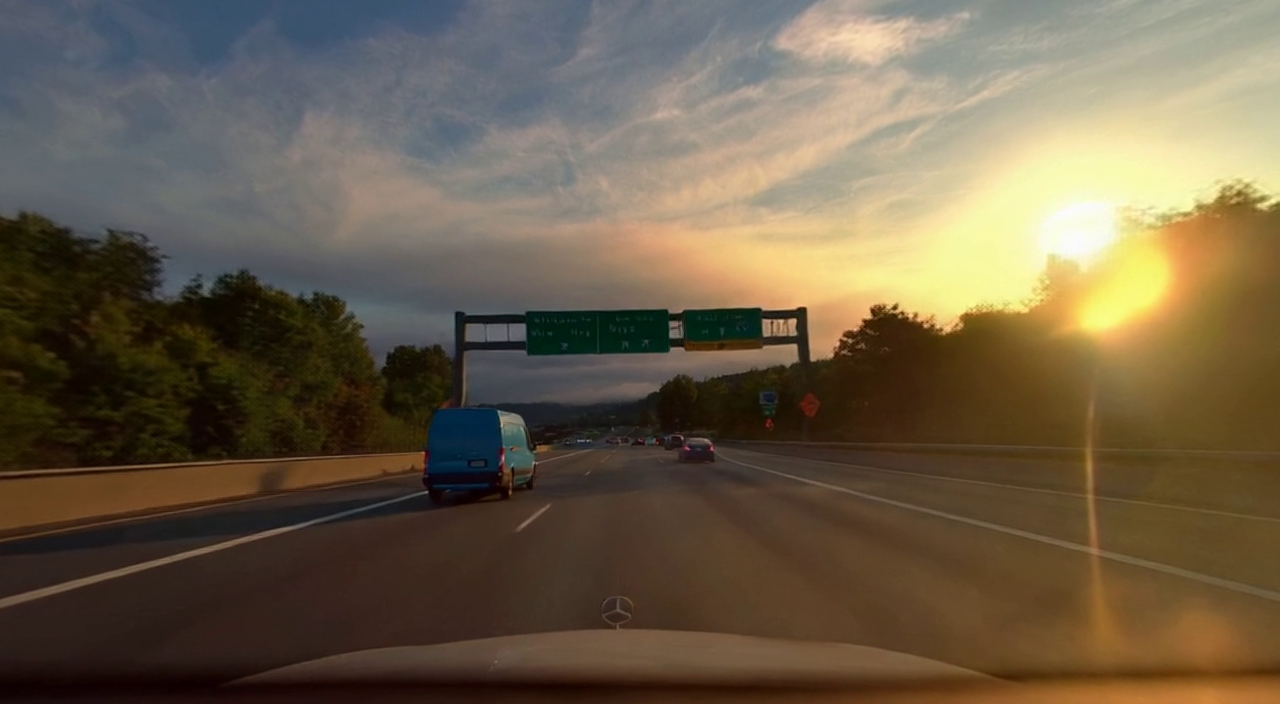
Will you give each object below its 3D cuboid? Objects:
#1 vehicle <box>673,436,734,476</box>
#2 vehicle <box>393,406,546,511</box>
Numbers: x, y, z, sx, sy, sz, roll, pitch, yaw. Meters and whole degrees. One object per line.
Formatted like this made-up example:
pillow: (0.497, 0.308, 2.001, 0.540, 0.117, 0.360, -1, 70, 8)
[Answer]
vehicle: (2.448, 4.110, 25.309, 2.020, 1.464, 3.803, 0, -8, 0)
vehicle: (-3.750, 2.440, 15.072, 2.275, 2.053, 5.082, 0, -8, -1)
